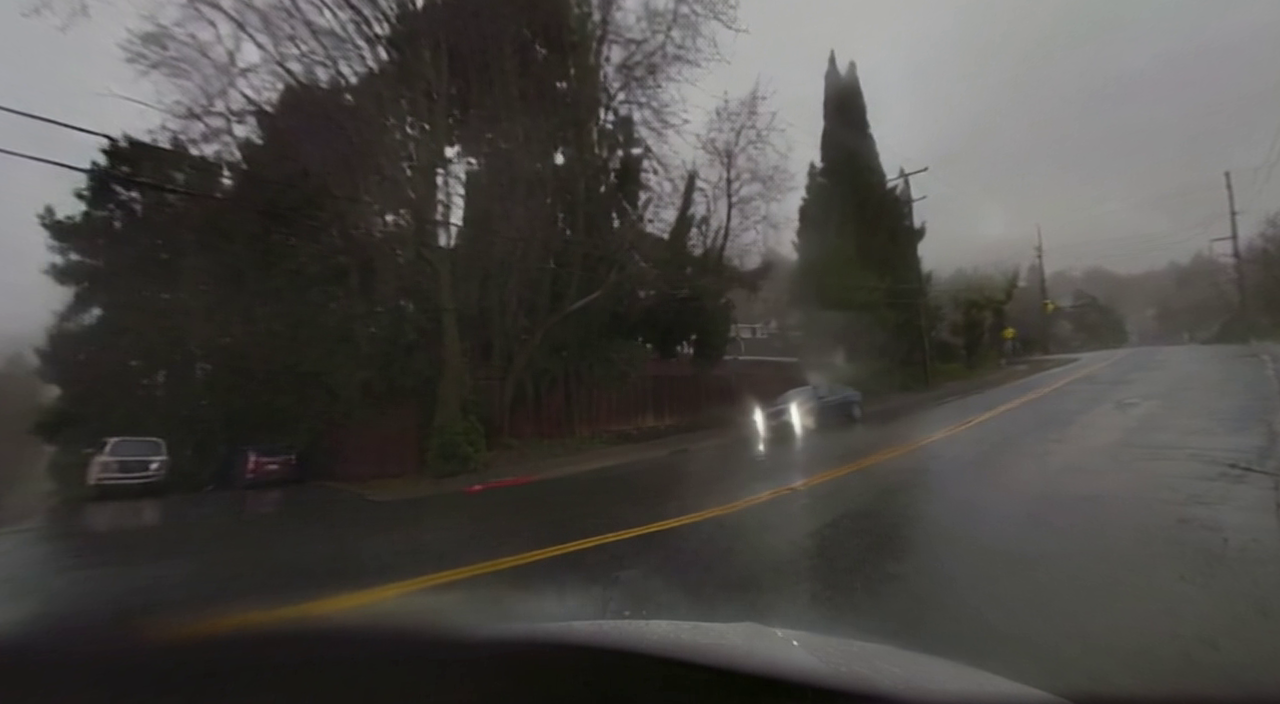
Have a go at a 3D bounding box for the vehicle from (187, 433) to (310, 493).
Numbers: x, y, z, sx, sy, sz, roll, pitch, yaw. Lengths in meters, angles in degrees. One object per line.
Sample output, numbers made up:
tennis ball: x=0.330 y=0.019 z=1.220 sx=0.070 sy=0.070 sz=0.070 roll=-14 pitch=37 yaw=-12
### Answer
vehicle: x=-13.074 y=3.606 z=20.894 sx=5.118 sy=1.728 sz=2.216 roll=-8 pitch=-12 yaw=44

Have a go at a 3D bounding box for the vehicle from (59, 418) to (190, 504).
vehicle: x=-15.597 y=3.213 z=18.936 sx=2.413 sy=1.838 sz=4.977 roll=13 pitch=-9 yaw=-43

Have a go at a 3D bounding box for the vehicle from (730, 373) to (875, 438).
vehicle: x=5.479 y=1.698 z=20.751 sx=5.289 sy=1.595 sz=2.032 roll=-1 pitch=-6 yaw=-45
